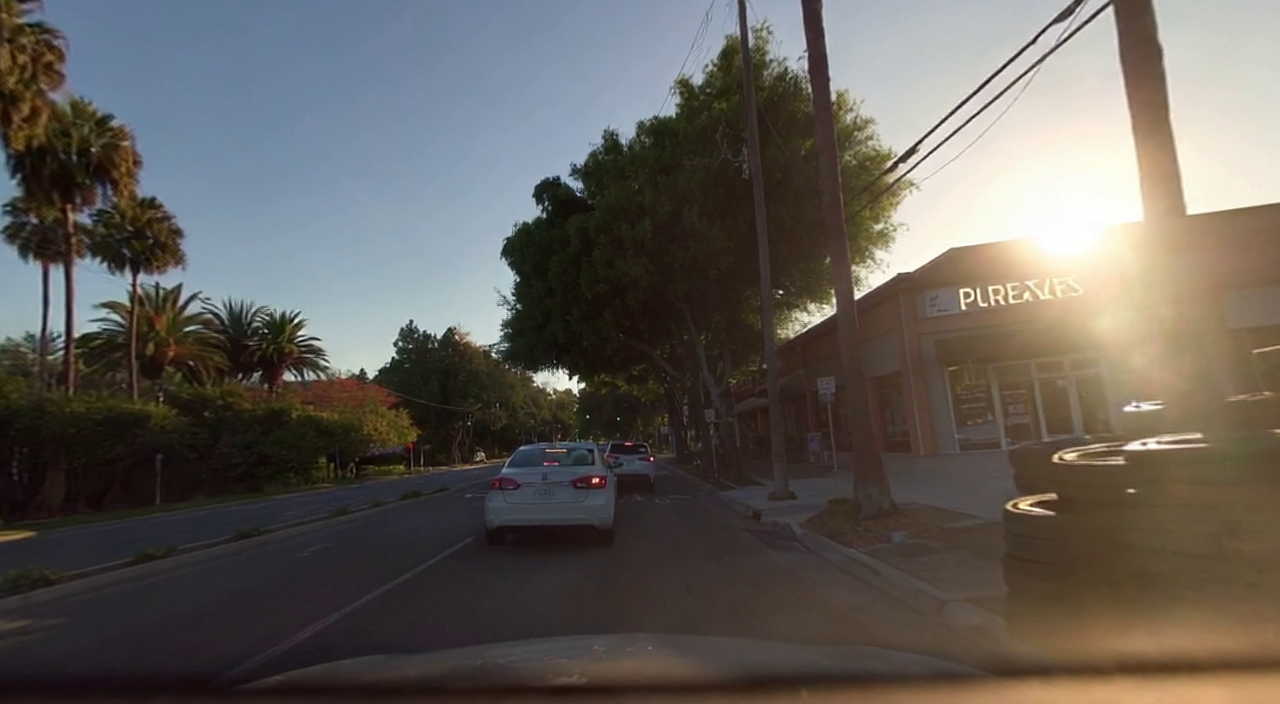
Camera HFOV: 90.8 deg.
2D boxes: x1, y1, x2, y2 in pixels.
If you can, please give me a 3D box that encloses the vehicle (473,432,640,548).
[{"bbox_3d":[-1.099,2.103,10.302,2.169,1.495,4.048,0,-8,0],"label":"vehicle"}]
